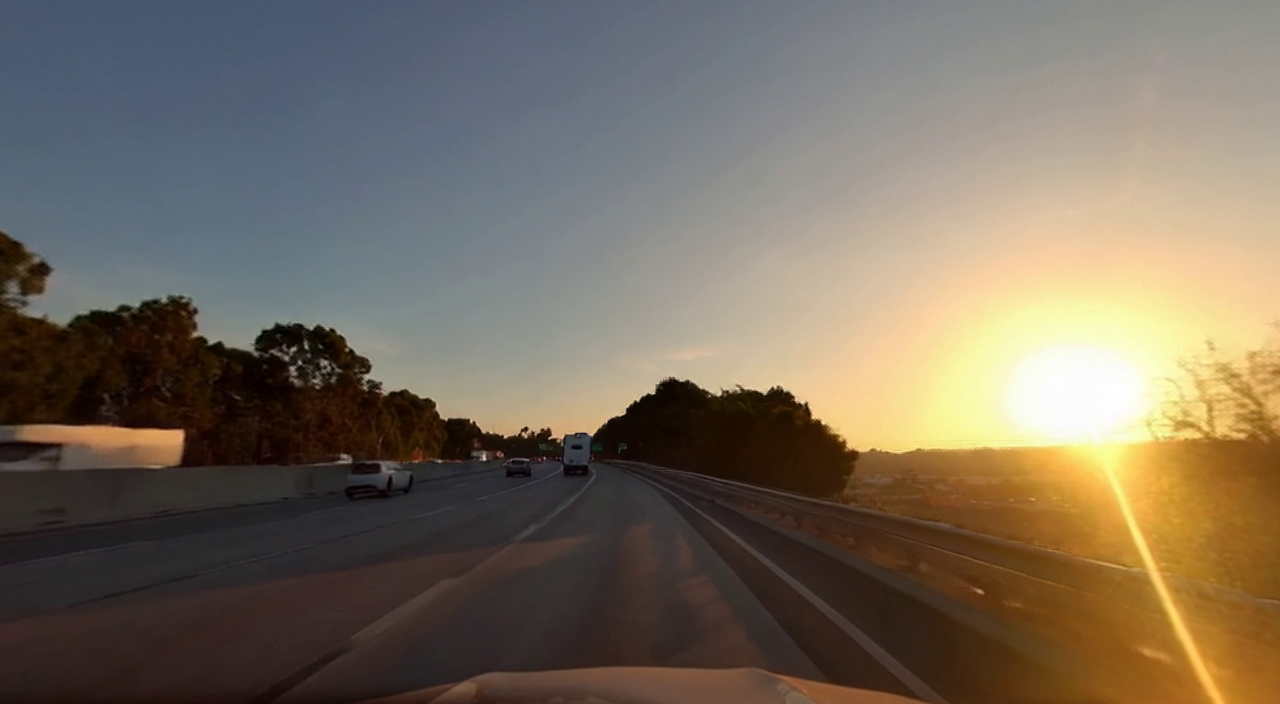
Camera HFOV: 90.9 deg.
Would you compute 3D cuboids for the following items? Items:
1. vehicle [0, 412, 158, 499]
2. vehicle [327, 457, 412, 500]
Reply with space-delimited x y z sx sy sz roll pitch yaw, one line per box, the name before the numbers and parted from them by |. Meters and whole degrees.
vehicle | -25.195 4.420 27.317 2.618 3.213 7.693 0 -9 -2
vehicle | -12.501 5.844 29.514 2.005 1.774 4.610 0 -9 -1
